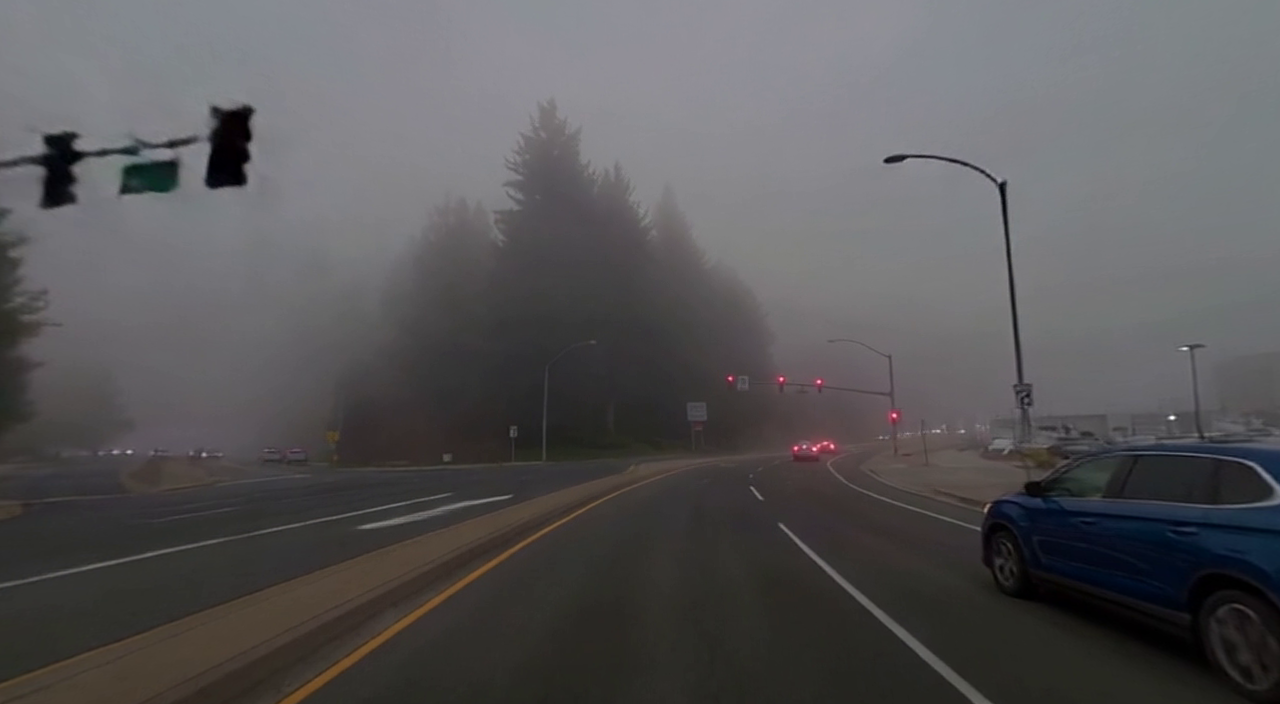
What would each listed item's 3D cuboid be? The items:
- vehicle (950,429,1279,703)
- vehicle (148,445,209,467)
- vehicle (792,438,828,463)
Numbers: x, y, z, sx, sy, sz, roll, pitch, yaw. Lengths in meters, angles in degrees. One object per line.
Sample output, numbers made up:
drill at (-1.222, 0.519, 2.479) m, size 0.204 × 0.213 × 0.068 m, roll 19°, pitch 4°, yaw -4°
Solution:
vehicle at (4.344, 1.339, 4.609) m, size 1.938 × 1.466 × 4.434 m, roll 0°, pitch -9°, yaw 1°
vehicle at (-32.717, 7.370, 44.813) m, size 1.779 × 1.458 × 4.279 m, roll 2°, pitch -9°, yaw -11°
vehicle at (12.438, 7.168, 45.887) m, size 2.311 × 1.715 × 4.287 m, roll -3°, pitch -9°, yaw 17°
